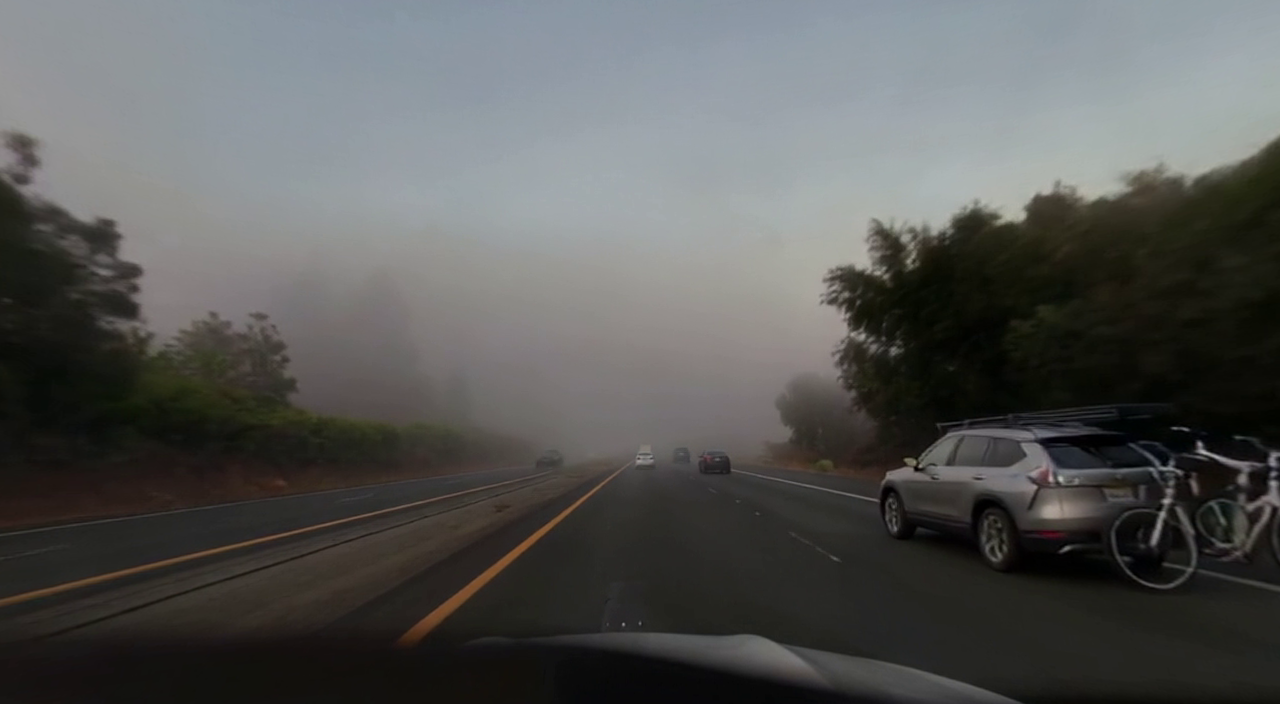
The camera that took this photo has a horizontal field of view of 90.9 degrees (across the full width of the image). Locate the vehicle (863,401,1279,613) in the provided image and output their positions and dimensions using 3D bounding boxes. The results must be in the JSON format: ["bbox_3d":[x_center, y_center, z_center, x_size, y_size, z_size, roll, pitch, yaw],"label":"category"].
[{"bbox_3d":[4.228,1.515,6.961,1.978,1.604,4.128,0,-9,0],"label":"vehicle"}]

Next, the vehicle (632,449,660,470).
[{"bbox_3d":[0.440,7.851,46.209,1.991,1.459,3.769,0,-9,0],"label":"vehicle"}]

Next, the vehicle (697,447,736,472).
[{"bbox_3d":[4.940,6.999,41.161,1.964,1.513,3.707,0,-9,-1],"label":"vehicle"}]
